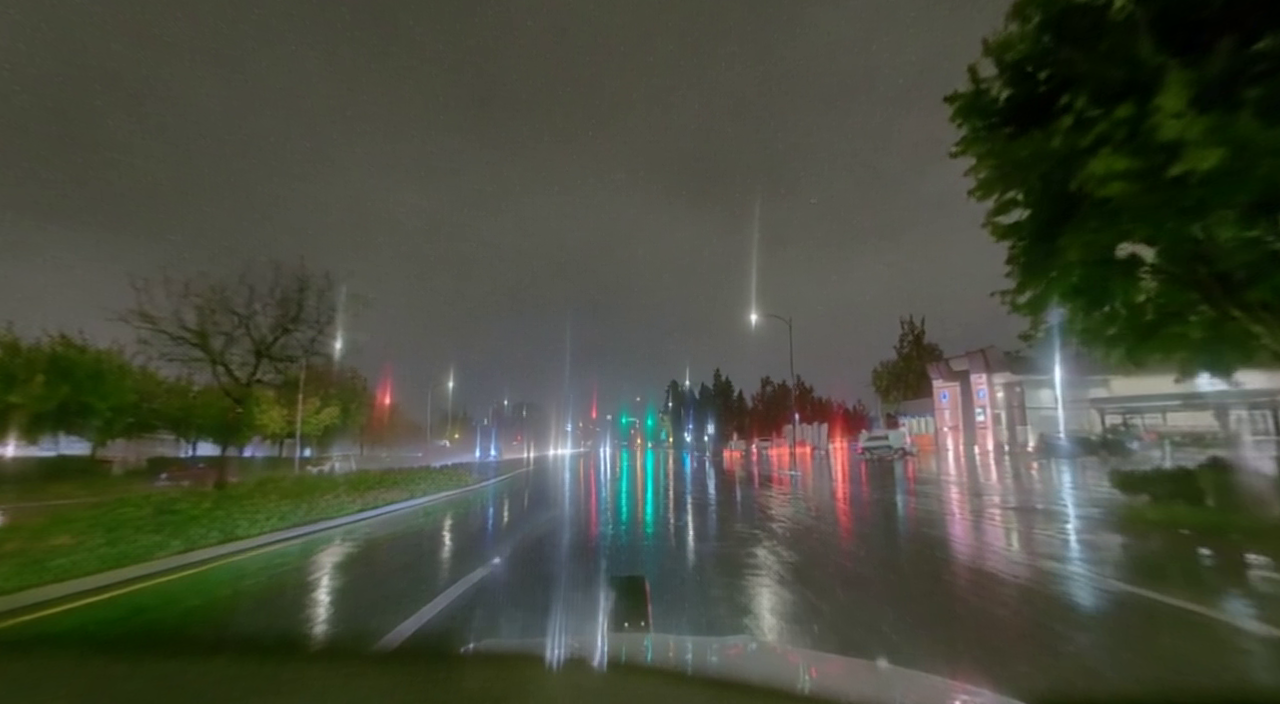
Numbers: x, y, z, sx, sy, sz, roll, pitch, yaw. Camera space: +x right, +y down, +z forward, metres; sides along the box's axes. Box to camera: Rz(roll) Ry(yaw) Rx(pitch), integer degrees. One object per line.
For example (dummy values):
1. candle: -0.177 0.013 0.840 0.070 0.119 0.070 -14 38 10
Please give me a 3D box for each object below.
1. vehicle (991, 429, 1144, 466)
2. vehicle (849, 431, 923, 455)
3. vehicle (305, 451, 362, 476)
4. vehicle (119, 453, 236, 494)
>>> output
1. vehicle: 17.691 3.966 26.265 4.813 1.464 2.073 0 -8 0
2. vehicle: 17.589 6.533 45.191 4.450 1.643 1.996 0 -8 0
3. vehicle: -22.888 8.309 47.277 1.957 1.672 4.743 0 -8 0
4. vehicle: -22.764 5.963 31.341 2.067 1.743 5.056 0 -8 -1
